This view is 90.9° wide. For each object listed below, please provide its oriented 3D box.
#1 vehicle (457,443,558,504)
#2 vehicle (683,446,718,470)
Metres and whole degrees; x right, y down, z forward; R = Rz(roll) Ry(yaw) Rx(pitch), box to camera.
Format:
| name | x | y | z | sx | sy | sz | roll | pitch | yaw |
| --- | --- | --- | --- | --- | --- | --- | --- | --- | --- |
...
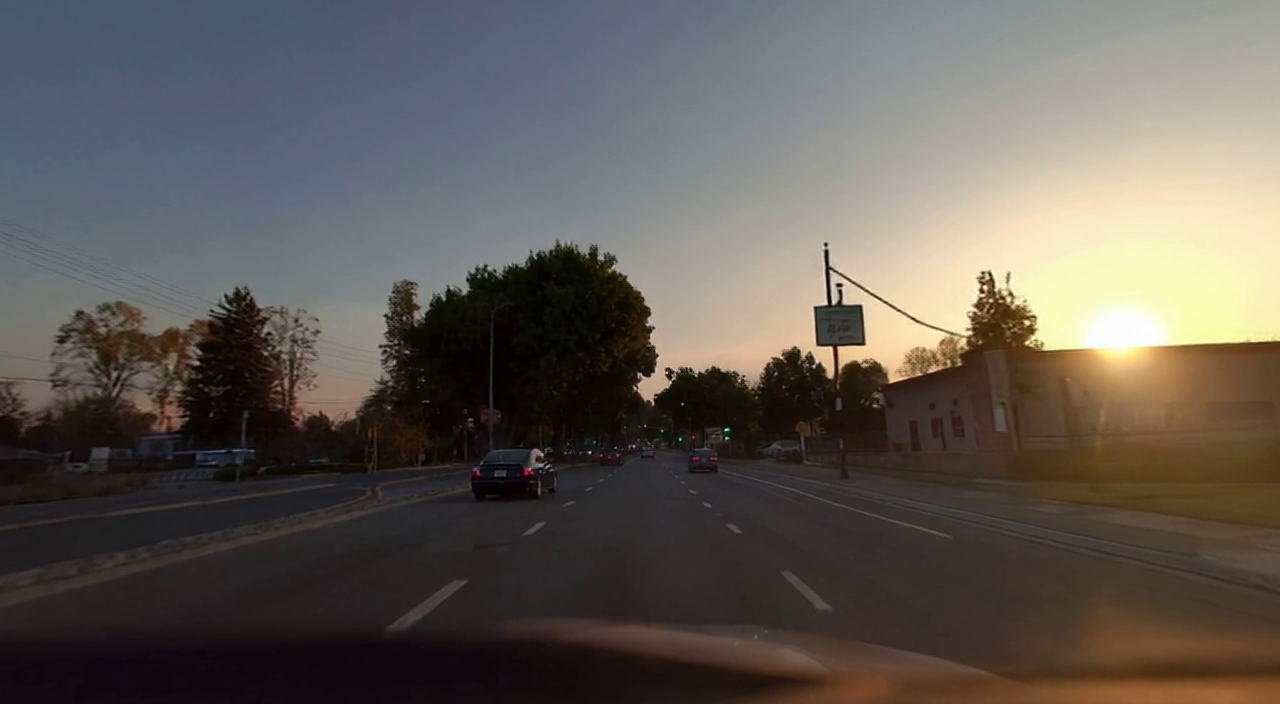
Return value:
| name | x | y | z | sx | sy | sz | roll | pitch | yaw |
| --- | --- | --- | --- | --- | --- | --- | --- | --- | --- |
| vehicle | -3.508 | 3.301 | 17.603 | 1.803 | 1.463 | 4.422 | 0 | -8 | 1 |
| vehicle | 3.913 | 6.897 | 41.225 | 1.883 | 1.465 | 3.975 | 0 | -8 | -1 |
